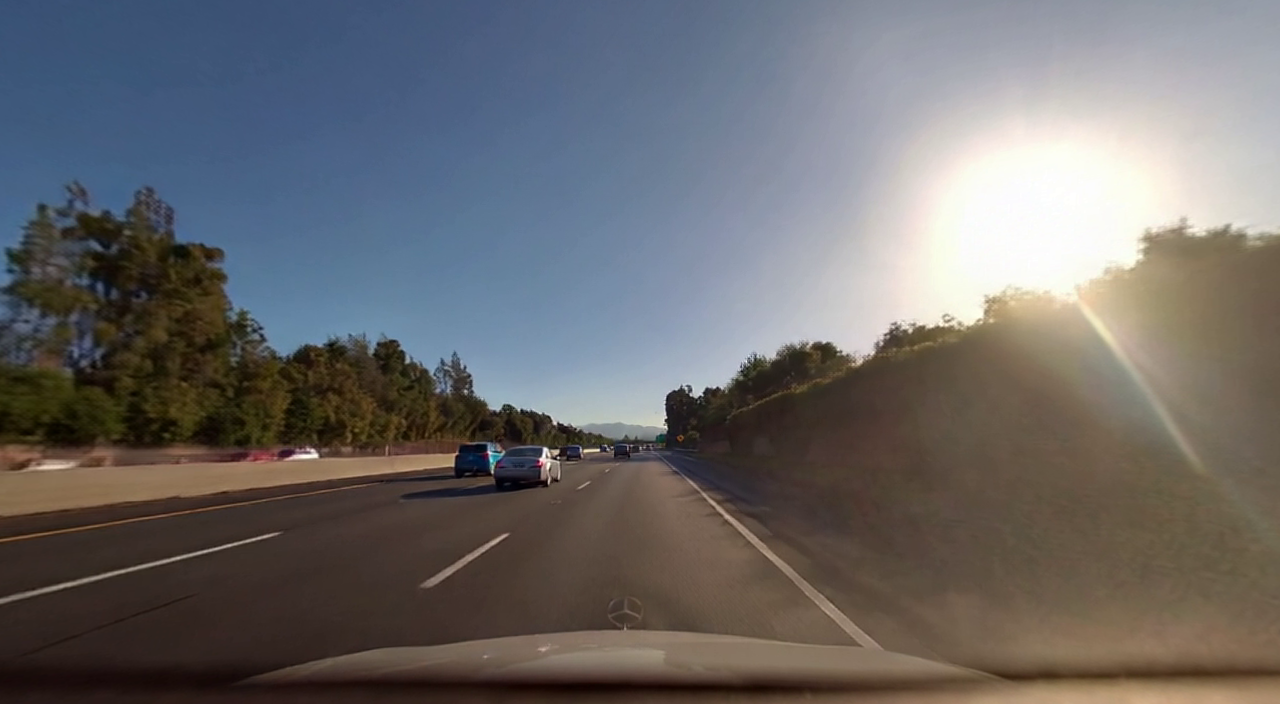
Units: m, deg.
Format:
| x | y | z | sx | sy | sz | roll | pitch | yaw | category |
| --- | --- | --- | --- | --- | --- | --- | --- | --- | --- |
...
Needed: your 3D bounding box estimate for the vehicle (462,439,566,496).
| x | y | z | sx | sy | sz | roll | pitch | yaw | category |
| --- | --- | --- | --- | --- | --- | --- | --- | --- | --- |
| -3.653 | 3.444 | 19.296 | 2.081 | 1.514 | 4.943 | 0 | -8 | 1 | vehicle |
